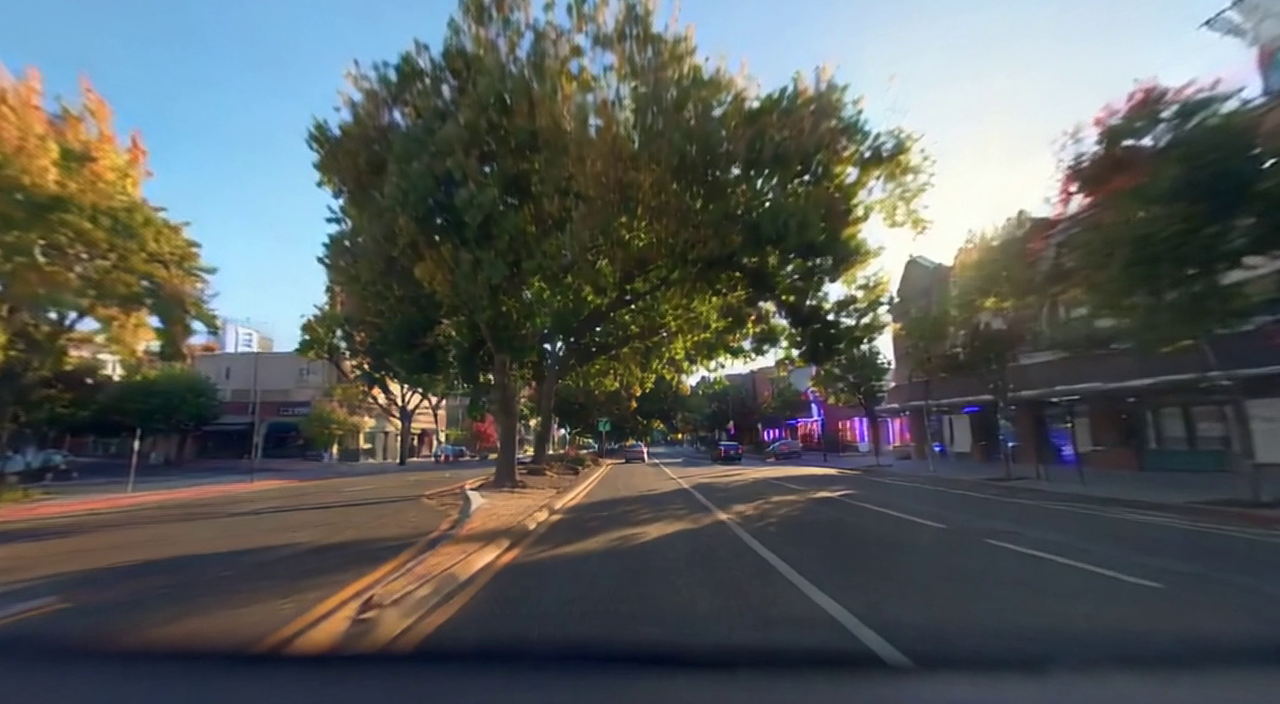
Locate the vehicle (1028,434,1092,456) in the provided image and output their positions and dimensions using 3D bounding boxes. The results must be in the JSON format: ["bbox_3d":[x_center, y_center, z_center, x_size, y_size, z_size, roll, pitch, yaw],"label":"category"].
[{"bbox_3d":[31.621,7.072,47.712,1.767,1.549,4.422,1,-9,0],"label":"vehicle"}]

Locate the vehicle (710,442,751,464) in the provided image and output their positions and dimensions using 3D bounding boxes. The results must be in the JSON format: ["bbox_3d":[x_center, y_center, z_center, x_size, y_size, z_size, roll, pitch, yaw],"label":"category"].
[{"bbox_3d":[6.335,7.114,44.738,2.024,1.475,4.600,0,-8,-2],"label":"vehicle"}]
